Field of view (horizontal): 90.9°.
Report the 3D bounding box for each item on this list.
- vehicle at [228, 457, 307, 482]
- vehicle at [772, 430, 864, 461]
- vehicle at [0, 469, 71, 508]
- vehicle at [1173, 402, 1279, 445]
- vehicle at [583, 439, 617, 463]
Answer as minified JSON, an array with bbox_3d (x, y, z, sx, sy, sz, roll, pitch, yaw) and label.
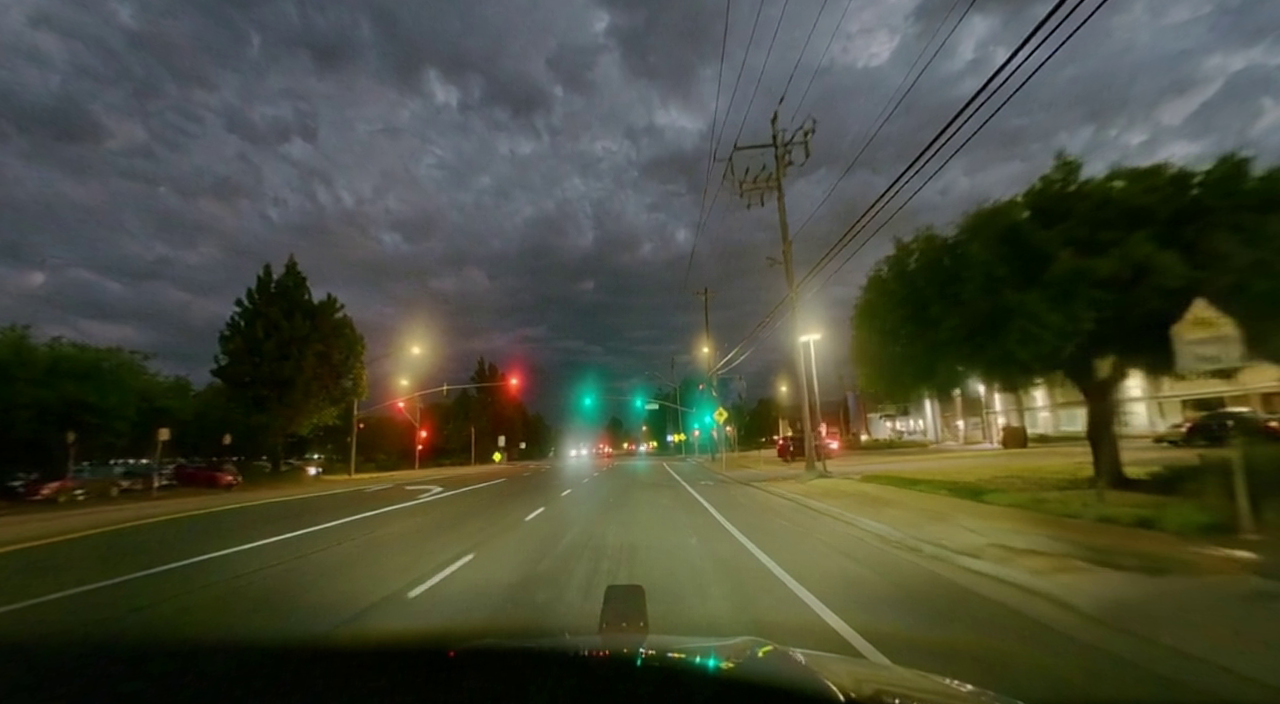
[{"bbox_3d":[-27.004,8.506,45.767,4.451,1.724,1.988,0,-8,0],"label":"vehicle"},{"bbox_3d":[10.506,5.559,37.426,4.765,1.738,2.101,0,-8,-3],"label":"vehicle"},{"bbox_3d":[-26.897,5.757,26.660,3.730,1.485,1.937,0,-8,1],"label":"vehicle"},{"bbox_3d":[25.227,2.993,26.070,4.461,1.695,1.999,0,-8,1],"label":"vehicle"},{"bbox_3d":[-3.069,7.752,49.553,2.229,1.821,4.681,0,-8,2],"label":"vehicle"}]
